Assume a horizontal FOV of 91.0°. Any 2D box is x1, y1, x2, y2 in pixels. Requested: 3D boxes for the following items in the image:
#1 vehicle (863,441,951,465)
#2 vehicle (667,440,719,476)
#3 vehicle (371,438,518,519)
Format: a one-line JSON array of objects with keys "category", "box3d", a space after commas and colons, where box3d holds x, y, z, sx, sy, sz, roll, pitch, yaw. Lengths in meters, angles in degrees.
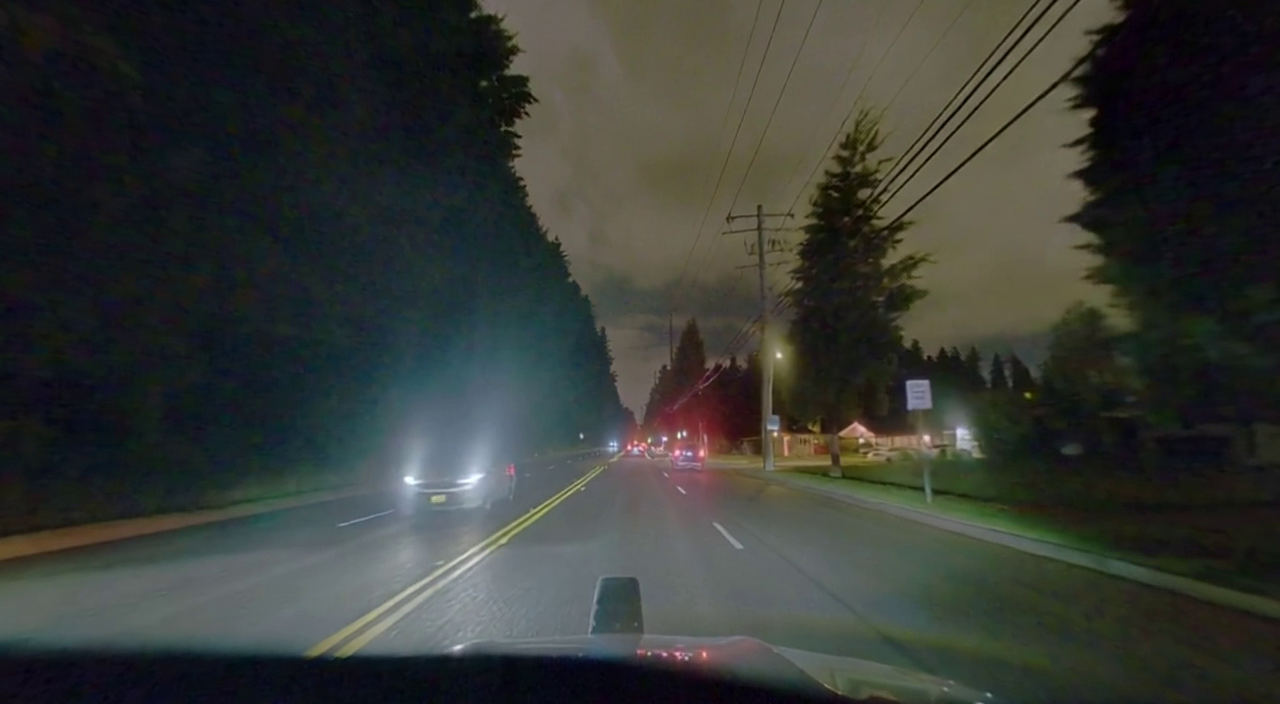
[{"category": "vehicle", "box3d": [16.860, 6.403, 39.902, 4.672, 1.463, 1.863, 0, -9, 1]}, {"category": "vehicle", "box3d": [2.354, 4.809, 28.743, 1.975, 1.497, 3.647, 0, -9, -1]}, {"category": "vehicle", "box3d": [-4.073, 2.685, 13.858, 1.959, 1.494, 3.875, 0, -9, 0]}]
